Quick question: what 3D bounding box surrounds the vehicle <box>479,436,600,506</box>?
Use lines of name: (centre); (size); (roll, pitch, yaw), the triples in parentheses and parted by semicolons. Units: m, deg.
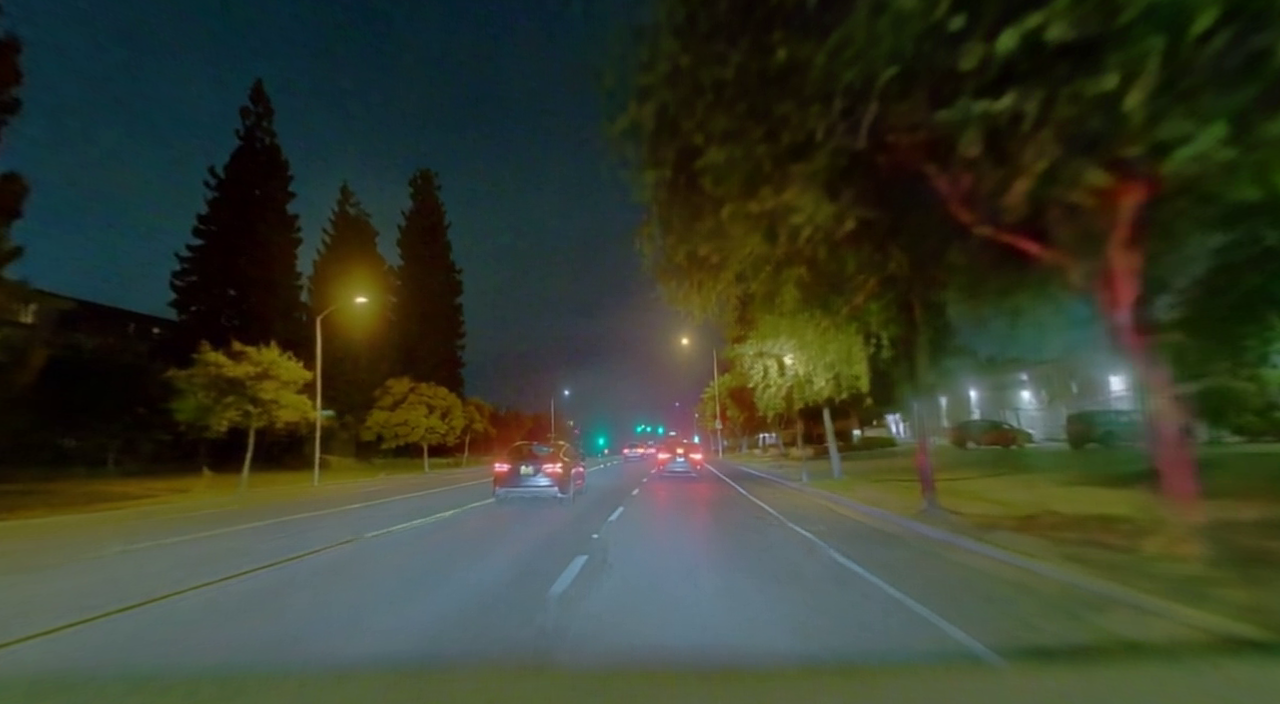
vehicle: (-2.265, 2.838, 15.537); (2.030, 1.467, 4.403); (0, -8, 3)

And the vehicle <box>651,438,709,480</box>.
vehicle: (1.482, 4.094, 24.346); (2.065, 1.456, 4.099); (0, -8, 2)

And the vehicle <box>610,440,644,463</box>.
vehicle: (-0.881, 7.049, 44.694); (2.114, 1.500, 3.912); (0, -8, 3)
